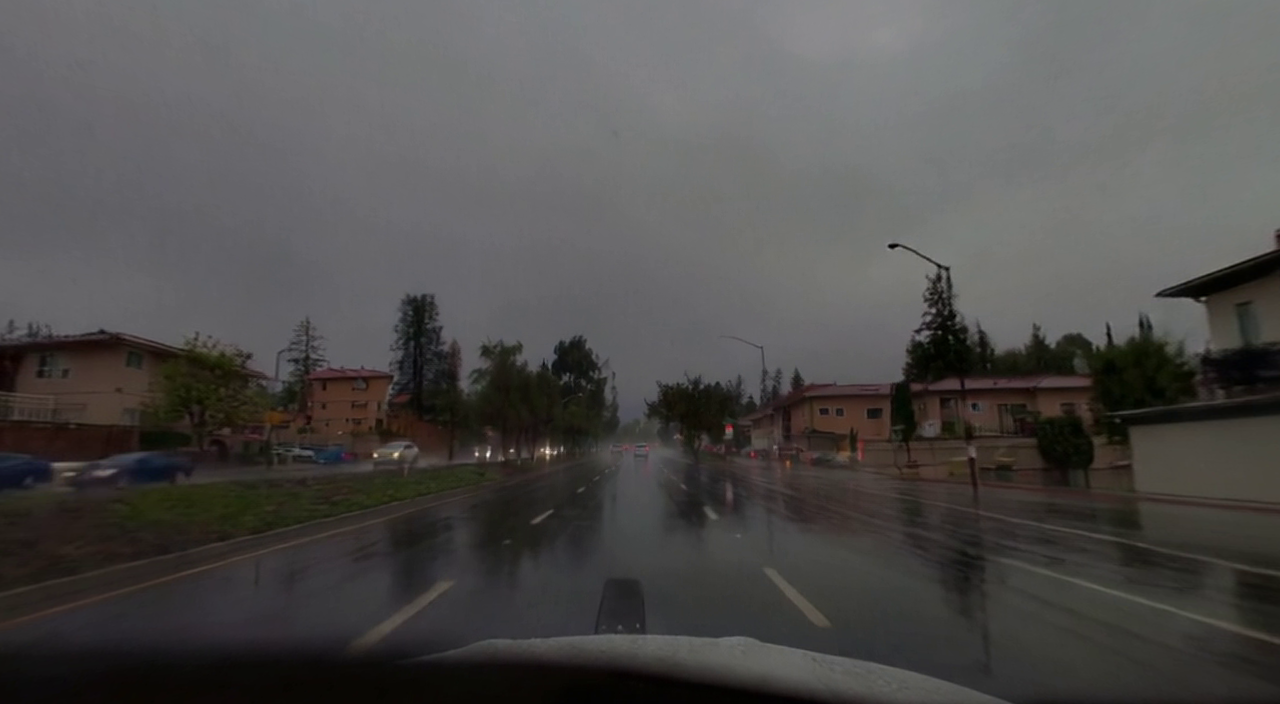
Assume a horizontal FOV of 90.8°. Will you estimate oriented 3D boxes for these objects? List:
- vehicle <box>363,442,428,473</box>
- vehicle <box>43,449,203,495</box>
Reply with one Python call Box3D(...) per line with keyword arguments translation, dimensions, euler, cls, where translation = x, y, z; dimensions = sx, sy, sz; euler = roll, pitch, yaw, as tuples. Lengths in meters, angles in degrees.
Box3D(translation=(-15.131, 6.528, 39.375), dimensions=(1.999, 1.773, 4.851), euler=(0, -8, 1), cls="vehicle")
Box3D(translation=(-18.815, 4.339, 23.358), dimensions=(1.892, 1.474, 4.723), euler=(0, -8, 1), cls="vehicle")
